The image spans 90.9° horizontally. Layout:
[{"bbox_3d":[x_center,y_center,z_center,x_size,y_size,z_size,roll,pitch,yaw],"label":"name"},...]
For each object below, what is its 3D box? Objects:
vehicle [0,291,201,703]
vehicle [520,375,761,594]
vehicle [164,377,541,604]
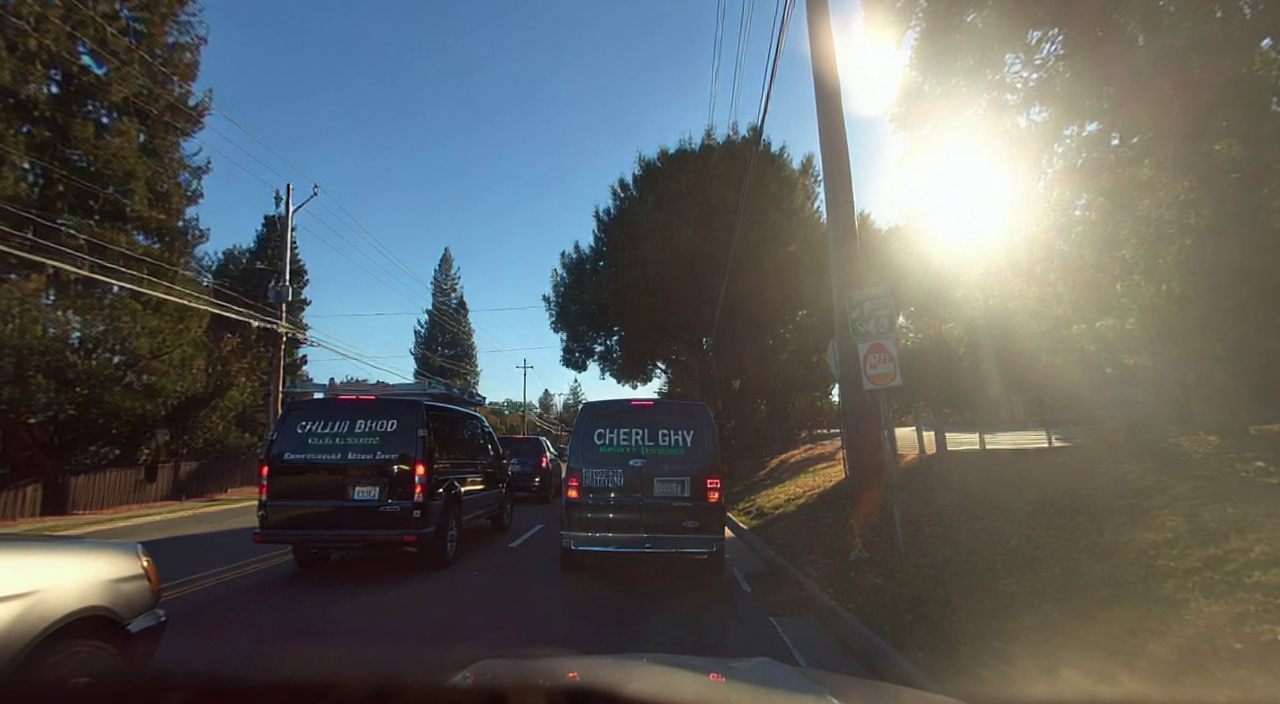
[{"bbox_3d":[-3.106,0.469,0.250,2.160,1.796,4.997,0,-8,1],"label":"vehicle"},{"bbox_3d":[0.109,1.463,7.692,2.117,1.911,4.095,-1,-8,3],"label":"vehicle"},{"bbox_3d":[-2.757,1.484,7.635,2.109,1.851,4.749,-1,-8,3],"label":"vehicle"}]
